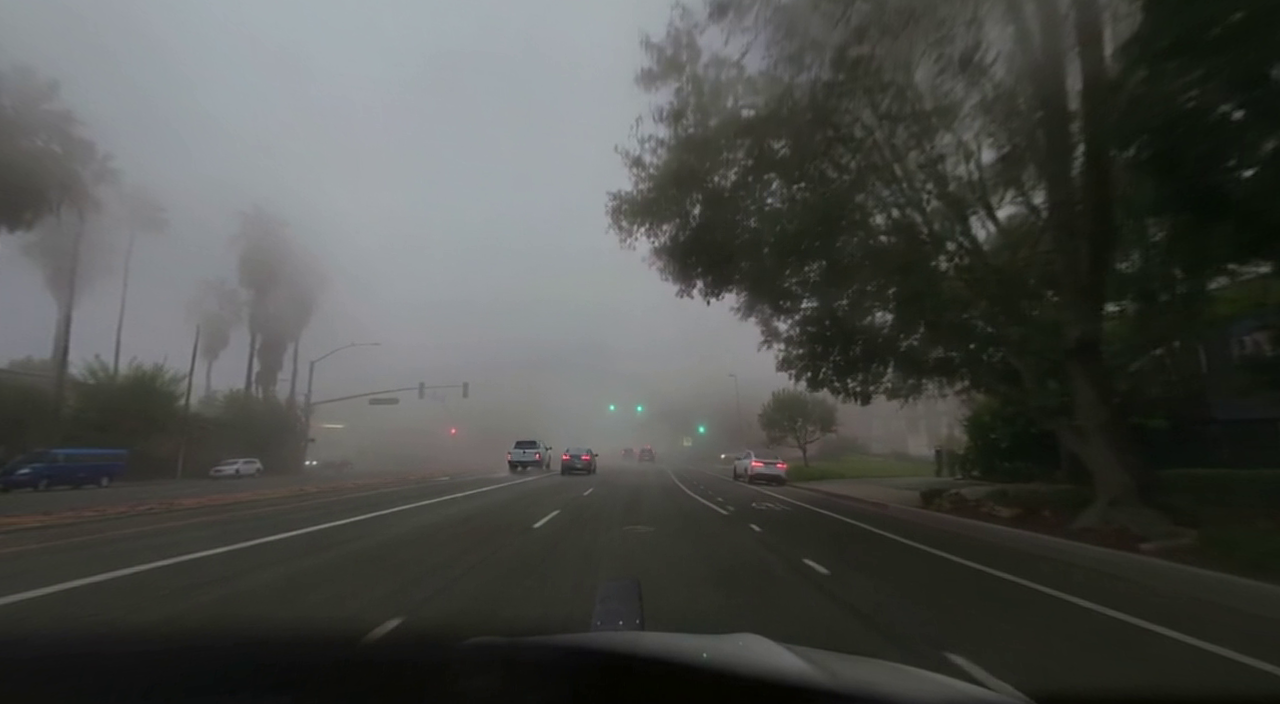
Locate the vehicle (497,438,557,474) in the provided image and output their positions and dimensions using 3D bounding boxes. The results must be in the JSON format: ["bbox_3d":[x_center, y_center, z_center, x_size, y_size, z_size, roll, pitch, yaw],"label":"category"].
[{"bbox_3d":[-6.825,6.407,38.915,2.457,2.010,6.330,0,-9,1],"label":"vehicle"}]

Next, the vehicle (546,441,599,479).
[{"bbox_3d":[-3.393,5.572,32.600,2.116,1.806,4.516,0,-9,2],"label":"vehicle"}]

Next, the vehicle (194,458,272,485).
[{"bbox_3d":[-25.397,7.450,39.504,1.838,1.516,4.484,0,-9,1],"label":"vehicle"}]

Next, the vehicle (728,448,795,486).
[{"bbox_3d":[5.195,4.985,27.500,1.994,1.507,4.173,0,-9,-2],"label":"vehicle"}]

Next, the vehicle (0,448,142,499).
[{"bbox_3d":[-25.125,5.207,27.521,2.116,1.947,5.507,0,-9,0],"label":"vehicle"}]
